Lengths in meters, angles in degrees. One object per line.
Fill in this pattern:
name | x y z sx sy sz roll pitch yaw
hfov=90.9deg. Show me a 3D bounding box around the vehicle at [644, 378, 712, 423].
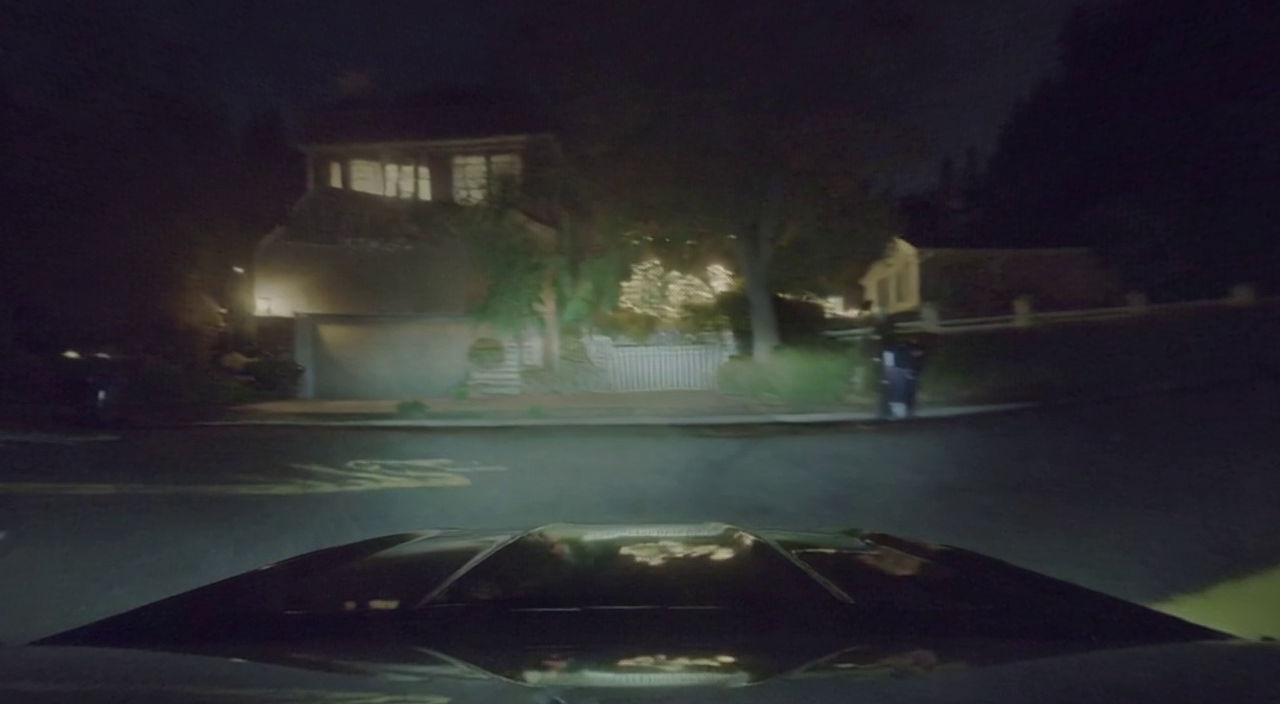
vehicle | 1.284 1.873 23.370 1.860 1.477 4.629 1 -7 -5
